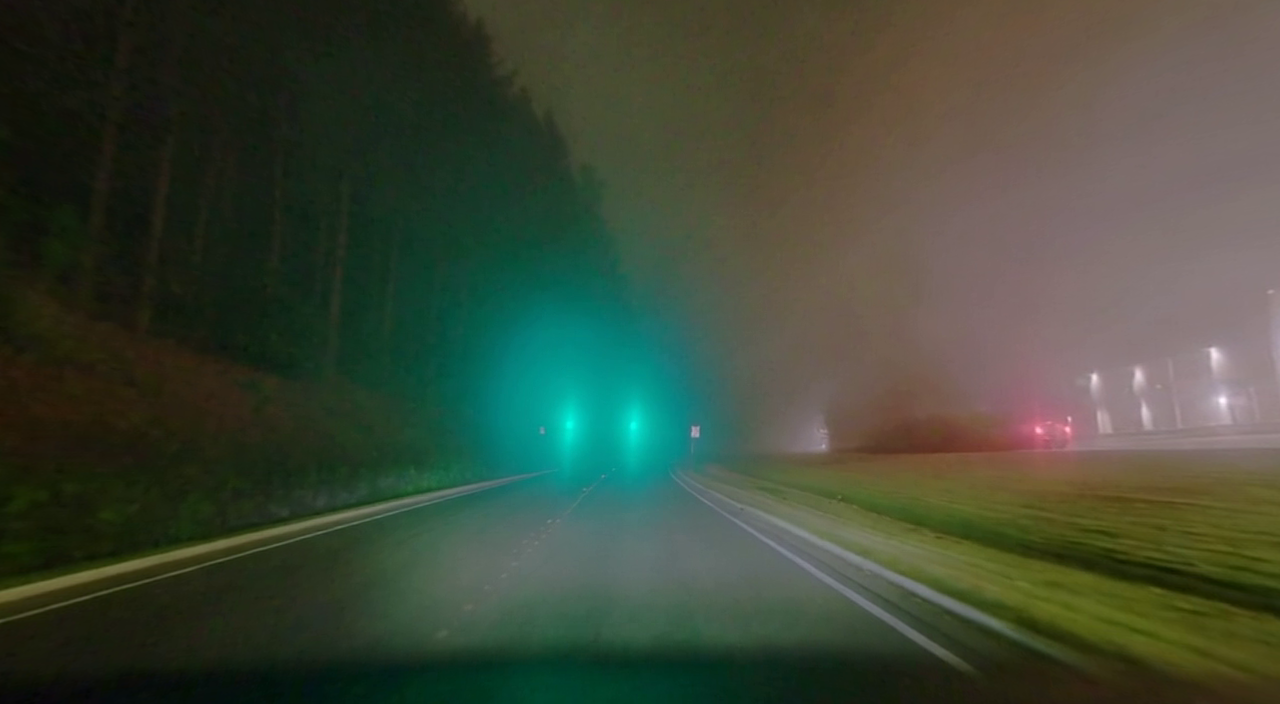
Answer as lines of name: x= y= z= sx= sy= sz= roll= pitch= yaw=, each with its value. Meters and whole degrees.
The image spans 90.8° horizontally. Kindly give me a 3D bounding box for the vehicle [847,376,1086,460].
vehicle: x=18.901 y=4.755 z=40.333 sx=3.411 sy=3.967 sz=20.452 roll=0 pitch=-9 yaw=-3
